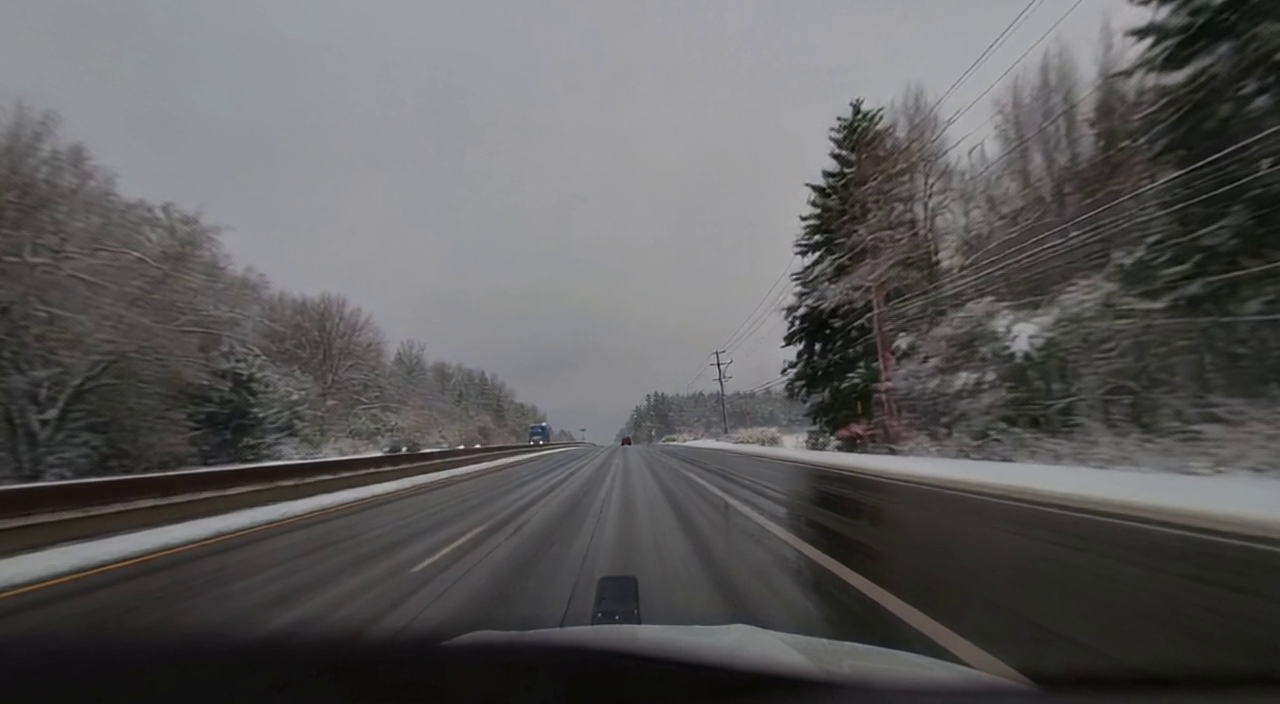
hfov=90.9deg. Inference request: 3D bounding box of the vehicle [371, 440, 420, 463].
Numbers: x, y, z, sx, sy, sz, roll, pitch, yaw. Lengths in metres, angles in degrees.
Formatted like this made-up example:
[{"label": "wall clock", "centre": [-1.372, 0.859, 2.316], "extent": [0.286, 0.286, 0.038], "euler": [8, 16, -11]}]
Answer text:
[{"label": "vehicle", "centre": [-17.517, 7.133, 45.318], "extent": [1.700, 1.517, 4.679], "euler": [0, -8, -1]}]
